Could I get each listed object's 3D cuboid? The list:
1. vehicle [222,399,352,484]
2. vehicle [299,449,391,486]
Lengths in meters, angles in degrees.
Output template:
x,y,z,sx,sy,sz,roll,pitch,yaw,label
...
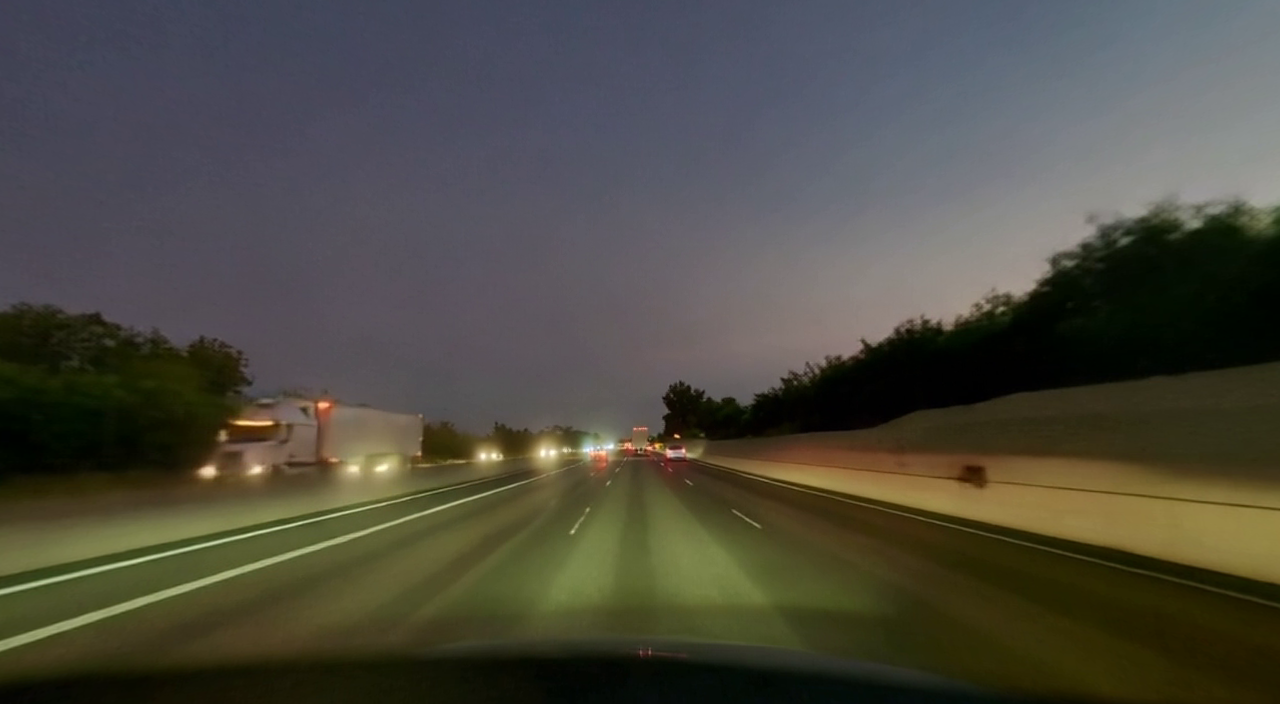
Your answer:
x,y,z,sx,sy,sz,roll,pitch,yaw,label
-17.706,4.569,32.209,3.050,3.906,5.884,0,-9,0,vehicle
-12.562,4.933,27.201,1.908,1.433,4.264,0,-9,-1,vehicle
